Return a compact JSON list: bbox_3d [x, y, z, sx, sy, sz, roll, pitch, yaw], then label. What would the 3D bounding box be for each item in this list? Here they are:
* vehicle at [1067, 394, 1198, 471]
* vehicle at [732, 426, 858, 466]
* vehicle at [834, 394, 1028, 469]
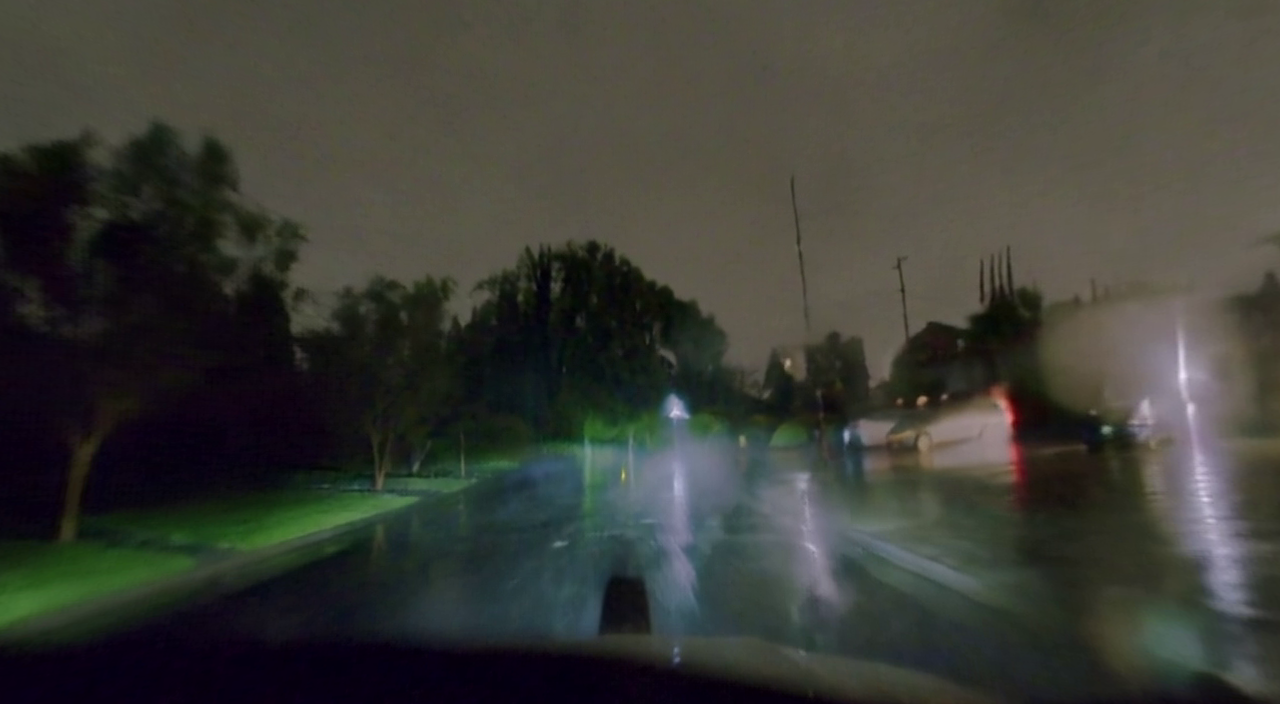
[{"bbox_3d":[11.331,1.870,14.829,2.004,1.511,4.494,-5,-8,34],"label":"vehicle"},{"bbox_3d":[5.697,3.496,23.575,4.229,1.402,1.811,-1,-7,0],"label":"vehicle"},{"bbox_3d":[9.450,2.647,20.836,5.239,1.933,2.131,-4,-9,-2],"label":"vehicle"}]
